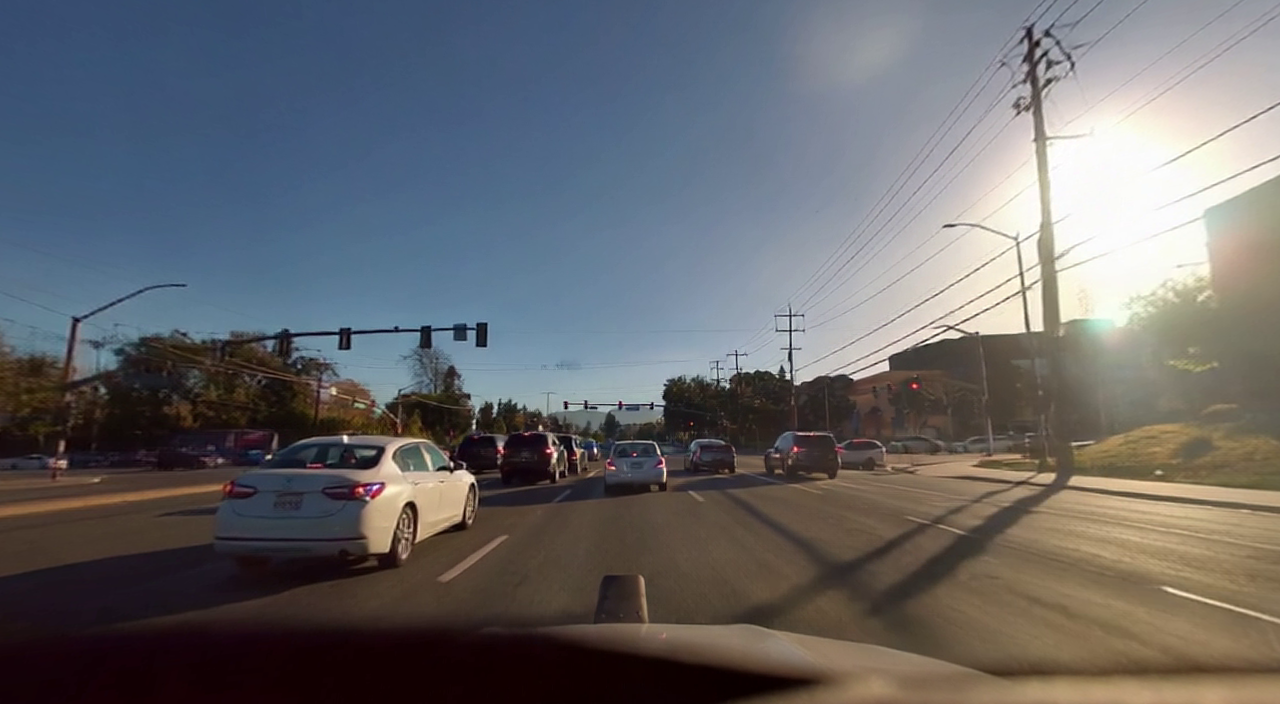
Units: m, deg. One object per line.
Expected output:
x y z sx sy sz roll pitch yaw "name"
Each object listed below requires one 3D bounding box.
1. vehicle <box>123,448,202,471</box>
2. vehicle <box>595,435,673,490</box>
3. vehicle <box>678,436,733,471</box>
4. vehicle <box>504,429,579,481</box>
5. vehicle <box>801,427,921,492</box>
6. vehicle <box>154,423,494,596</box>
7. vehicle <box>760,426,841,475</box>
-37.195 8.368 49.277 4.649 1.653 1.885 0 -8 0 "vehicle"
-0.175 3.263 18.970 2.098 1.431 3.958 0 -8 -1 "vehicle"
2.990 4.791 29.918 1.987 1.515 4.521 0 -8 -2 "vehicle"
-3.453 3.711 23.013 2.033 1.714 4.278 0 -8 0 "vehicle"
6.402 3.174 18.884 1.945 1.706 4.190 0 -8 -2 "vehicle"
-3.209 1.672 7.617 1.837 1.463 4.311 0 -8 1 "vehicle"
7.147 4.475 28.791 2.156 1.982 5.358 0 -8 -1 "vehicle"
